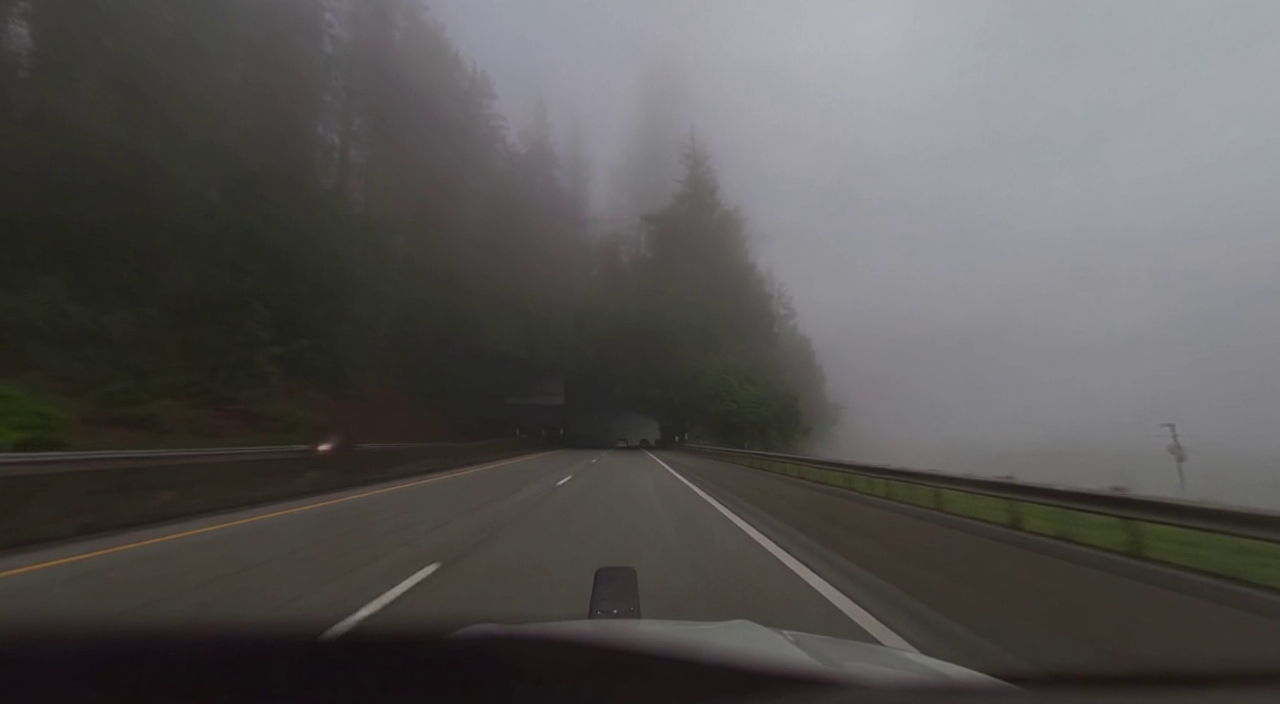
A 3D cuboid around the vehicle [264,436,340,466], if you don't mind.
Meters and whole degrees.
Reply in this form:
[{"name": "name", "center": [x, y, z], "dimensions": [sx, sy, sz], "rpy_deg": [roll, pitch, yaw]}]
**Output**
[{"name": "vehicle", "center": [-17.065, 4.983, 32.012], "dimensions": [1.763, 1.421, 3.824], "rpy_deg": [0, -8, 0]}]
